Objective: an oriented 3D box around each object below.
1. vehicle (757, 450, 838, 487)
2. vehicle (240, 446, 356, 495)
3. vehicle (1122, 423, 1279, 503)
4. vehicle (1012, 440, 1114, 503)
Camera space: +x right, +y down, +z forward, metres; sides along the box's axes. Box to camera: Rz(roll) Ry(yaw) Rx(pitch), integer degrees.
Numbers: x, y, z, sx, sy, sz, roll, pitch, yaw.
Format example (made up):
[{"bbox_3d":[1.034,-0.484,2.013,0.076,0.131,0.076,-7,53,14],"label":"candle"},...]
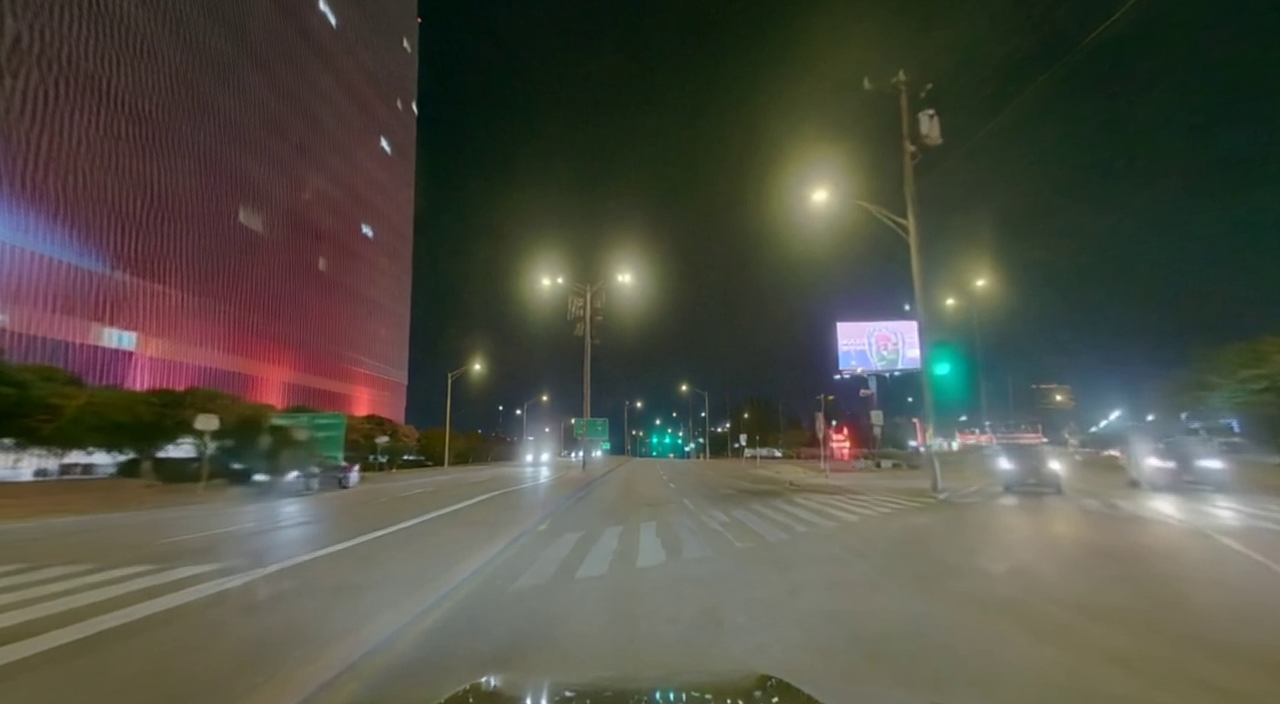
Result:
[{"bbox_3d":[6.860,5.110,28.071,2.675,1.452,4.213,-1,-8,2],"label":"vehicle"},{"bbox_3d":[-13.454,4.655,25.239,1.979,1.727,4.489,-1,-9,2],"label":"vehicle"},{"bbox_3d":[15.114,2.974,17.379,2.232,1.814,5.285,-5,-10,30],"label":"vehicle"},{"bbox_3d":[11.965,3.330,18.136,2.023,1.527,5.016,-6,-10,31],"label":"vehicle"}]
